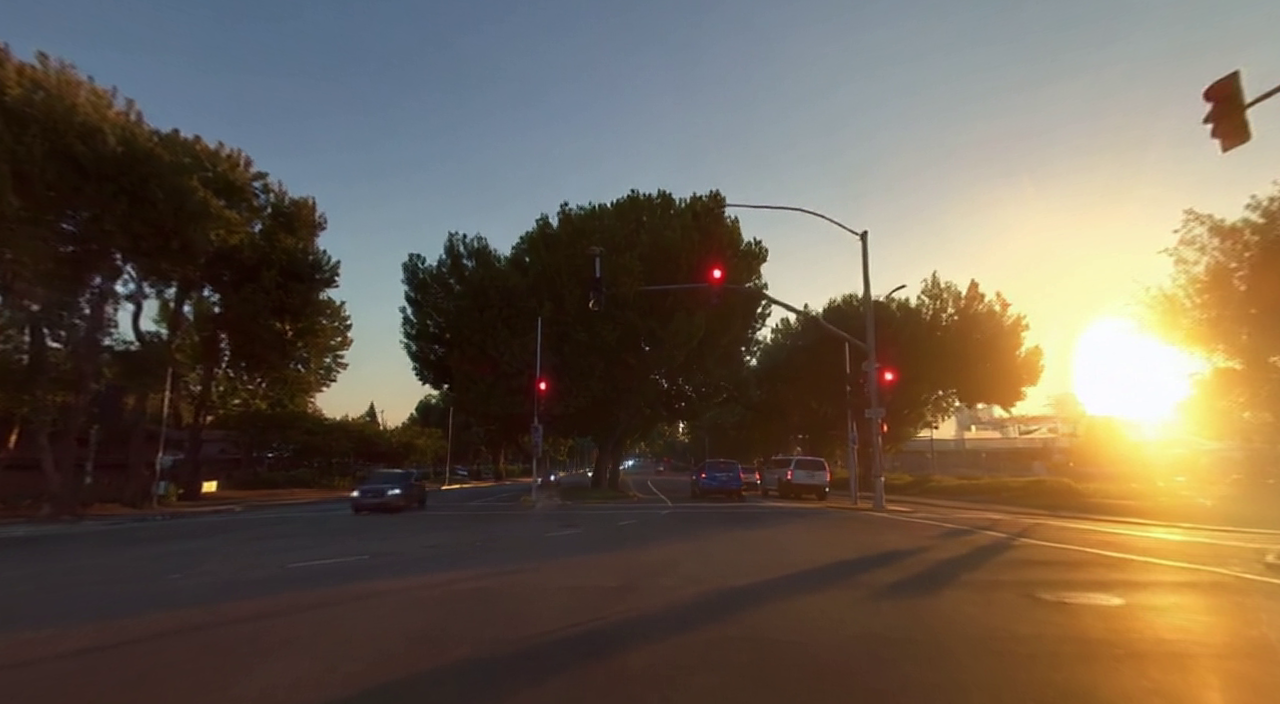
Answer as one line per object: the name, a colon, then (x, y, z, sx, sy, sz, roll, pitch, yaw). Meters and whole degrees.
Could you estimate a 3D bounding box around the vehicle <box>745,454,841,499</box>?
vehicle: (8.690, 7.145, 36.916, 2.771, 2.214, 7.159, 2, -9, -10)

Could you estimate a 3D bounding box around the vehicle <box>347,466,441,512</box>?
vehicle: (-8.859, 4.962, 23.169, 1.818, 1.397, 4.026, 0, -9, 0)

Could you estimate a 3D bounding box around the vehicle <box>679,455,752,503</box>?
vehicle: (2.854, 4.940, 25.030, 2.140, 1.655, 4.786, 0, -9, -2)
